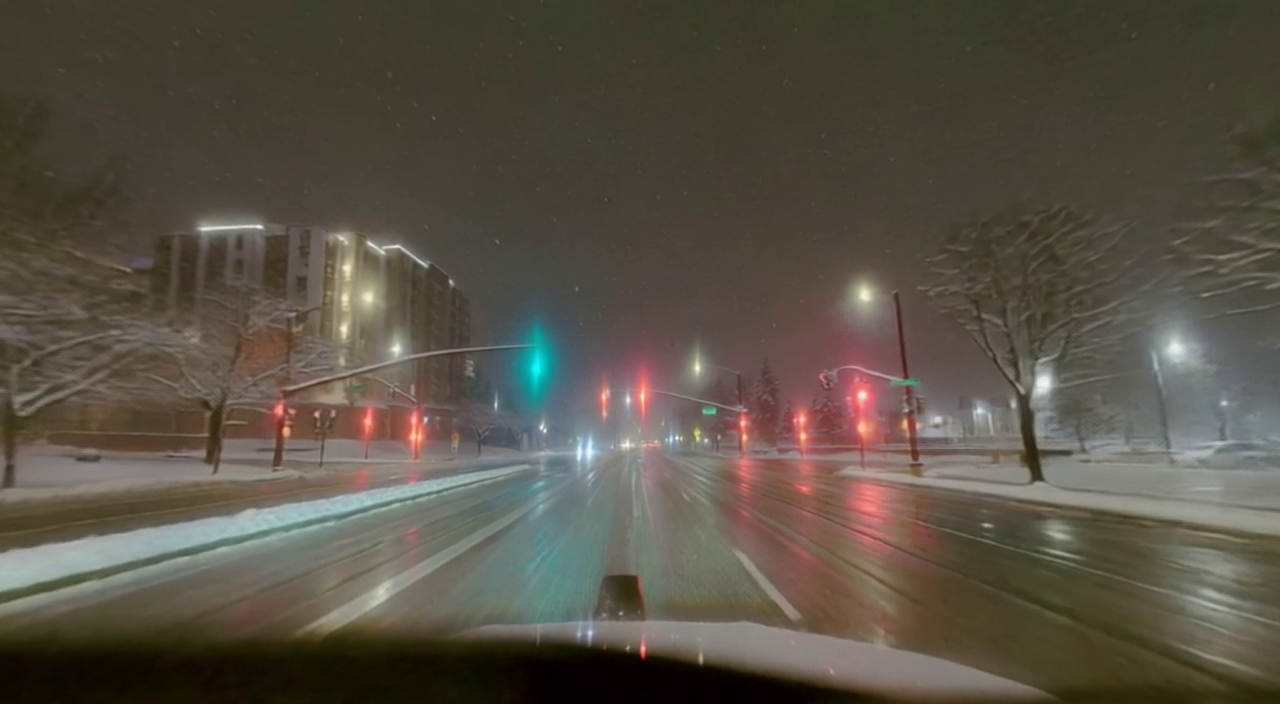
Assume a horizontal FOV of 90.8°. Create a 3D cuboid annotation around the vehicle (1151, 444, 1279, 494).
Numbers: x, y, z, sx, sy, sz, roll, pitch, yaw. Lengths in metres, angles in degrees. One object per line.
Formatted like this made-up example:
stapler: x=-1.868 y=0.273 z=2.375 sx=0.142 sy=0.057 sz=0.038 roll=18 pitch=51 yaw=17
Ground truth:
vehicle: x=19.359 y=3.711 z=20.220 sx=1.828 sy=1.483 sz=4.376 roll=8 pitch=-12 yaw=-44
